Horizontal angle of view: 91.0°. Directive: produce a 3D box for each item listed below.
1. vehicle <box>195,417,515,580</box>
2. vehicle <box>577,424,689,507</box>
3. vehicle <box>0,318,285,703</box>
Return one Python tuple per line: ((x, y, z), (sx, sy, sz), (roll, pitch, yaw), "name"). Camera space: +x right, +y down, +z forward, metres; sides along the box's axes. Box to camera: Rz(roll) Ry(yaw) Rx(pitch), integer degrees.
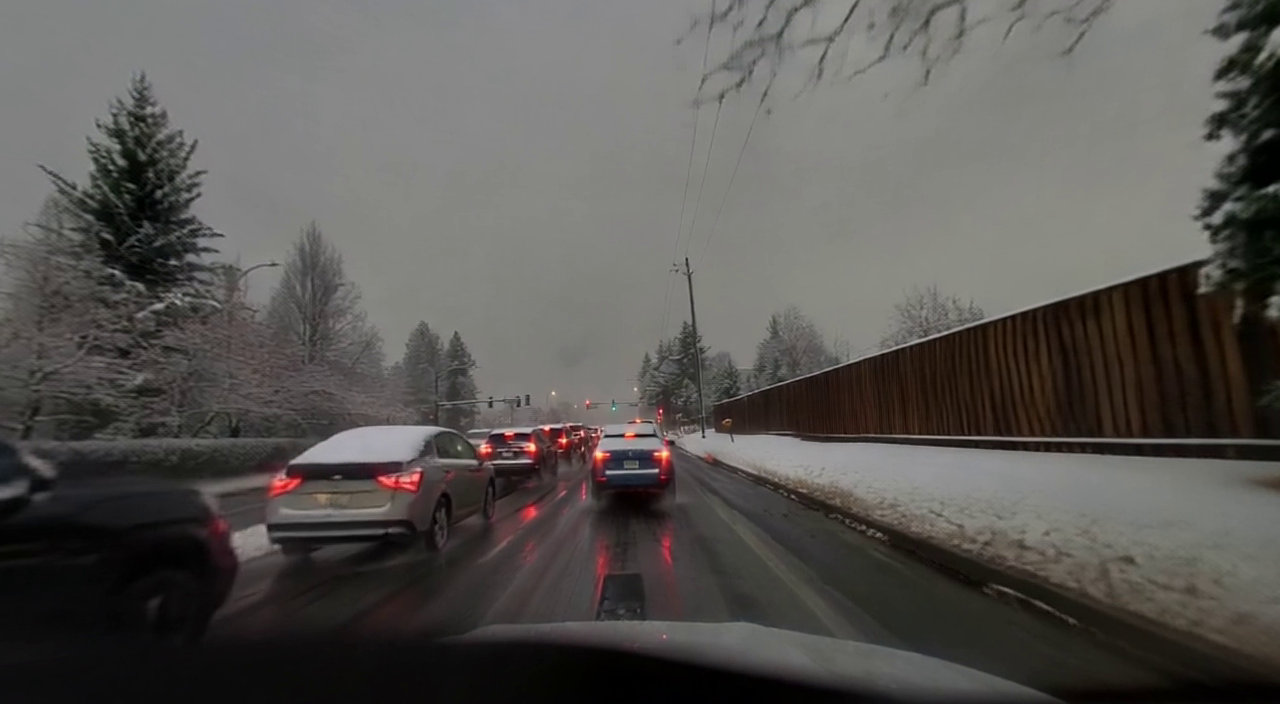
((-3.154, 1.709, 8.297), (1.980, 1.520, 4.636), (0, -8, 1), "vehicle")
((-0.133, 2.309, 13.235), (1.995, 1.460, 3.865), (0, -8, 0), "vehicle")
((-3.079, 0.673, 1.414), (1.999, 1.727, 4.340), (0, -8, 0), "vehicle")
